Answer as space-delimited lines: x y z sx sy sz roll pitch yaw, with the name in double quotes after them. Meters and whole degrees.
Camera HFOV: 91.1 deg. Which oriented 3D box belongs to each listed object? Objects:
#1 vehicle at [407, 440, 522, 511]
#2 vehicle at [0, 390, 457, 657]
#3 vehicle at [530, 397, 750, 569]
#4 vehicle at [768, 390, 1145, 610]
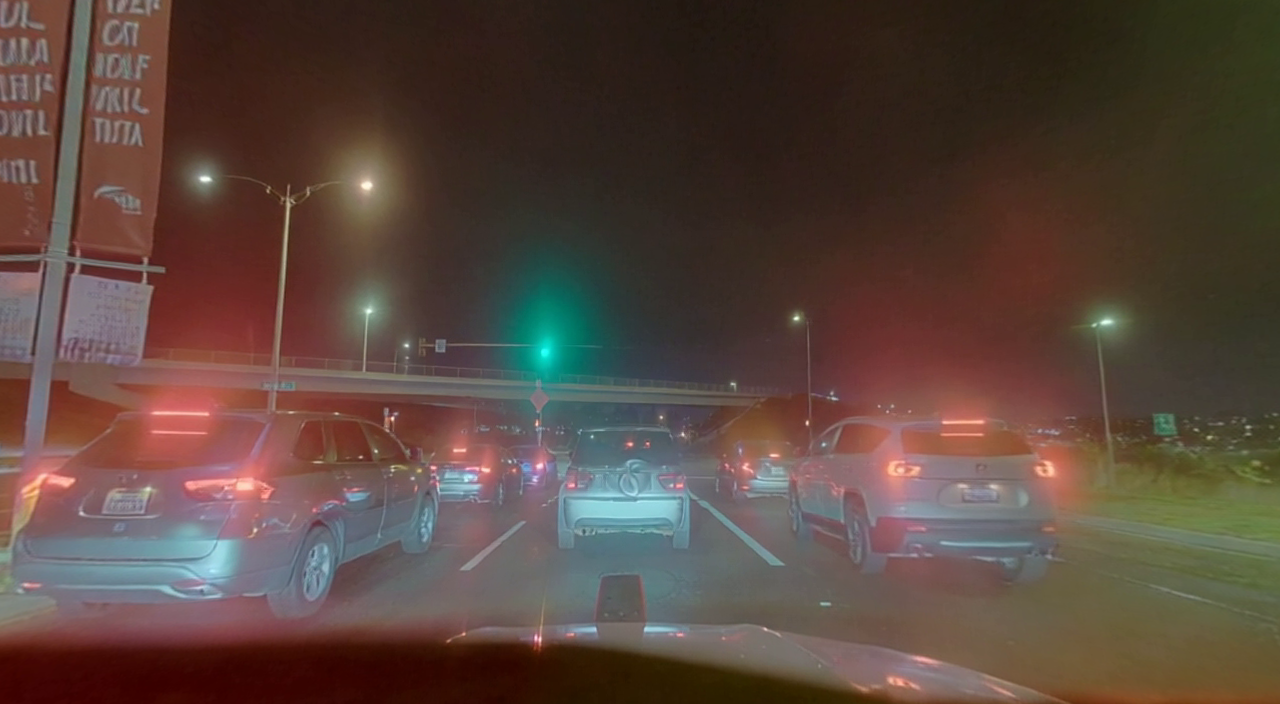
-4.153 2.945 15.431 1.797 1.505 3.506 0 -9 0 "vehicle"
-3.496 1.426 6.267 2.039 1.709 4.265 0 -9 0 "vehicle"
-0.082 1.771 9.214 2.409 1.864 4.471 0 -9 -2 "vehicle"
3.120 1.573 7.627 2.016 1.804 4.681 0 -9 -2 "vehicle"
